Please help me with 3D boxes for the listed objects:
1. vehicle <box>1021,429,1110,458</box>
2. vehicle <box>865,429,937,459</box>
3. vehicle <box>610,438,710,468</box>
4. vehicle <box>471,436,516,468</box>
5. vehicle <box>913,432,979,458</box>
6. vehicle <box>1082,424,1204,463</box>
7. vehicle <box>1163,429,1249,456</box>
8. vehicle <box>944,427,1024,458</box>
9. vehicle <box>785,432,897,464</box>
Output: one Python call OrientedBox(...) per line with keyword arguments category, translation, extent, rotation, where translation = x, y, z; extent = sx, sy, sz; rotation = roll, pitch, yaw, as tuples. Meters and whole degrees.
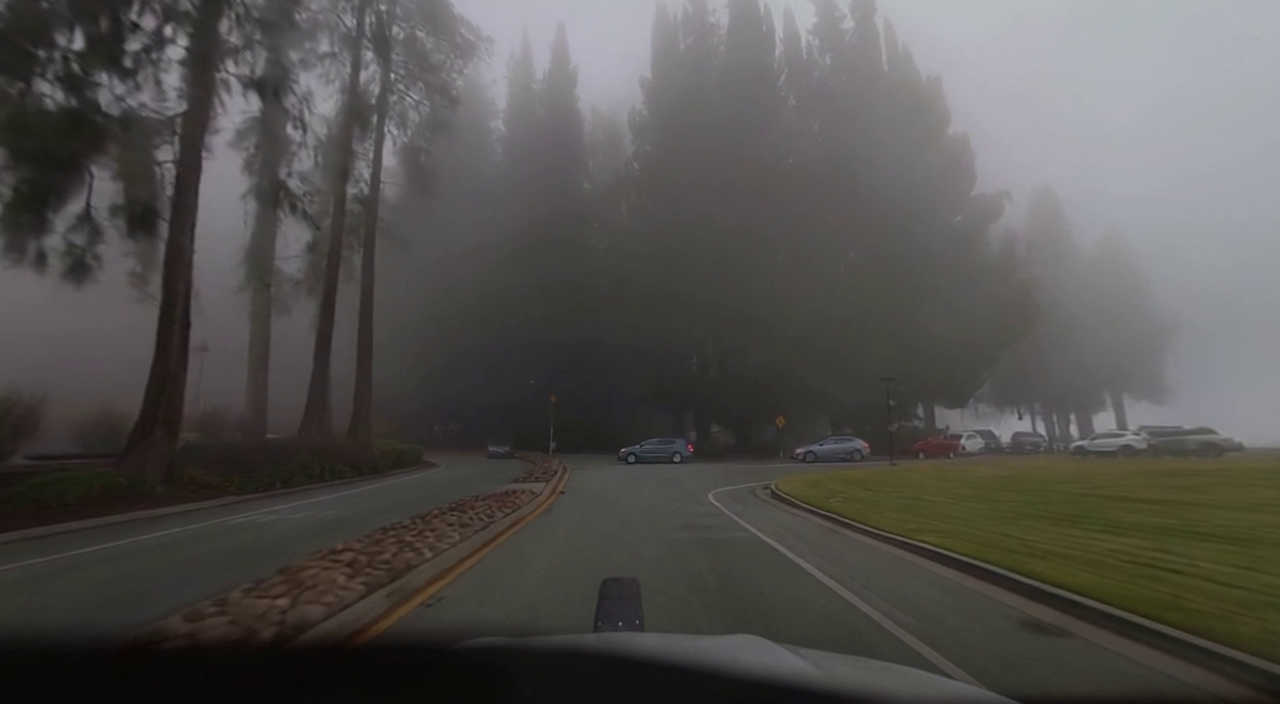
OrientedBox(category="vehicle", translation=(25.684, 5.559, 38.372), extent=(1.919, 1.592, 4.607), rotation=(0, -9, -5))
OrientedBox(category="vehicle", translation=(15.482, 5.528, 37.761), extent=(2.073, 1.642, 4.468), rotation=(0, -9, -6))
OrientedBox(category="vehicle", translation=(1.031, 5.395, 33.736), extent=(4.890, 1.478, 2.253), rotation=(-6, -10, 34))
OrientedBox(category="vehicle", translation=(-8.891, 6.109, 38.700), extent=(2.100, 1.771, 4.463), rotation=(0, -8, -6))
OrientedBox(category="vehicle", translation=(17.985, 5.481, 37.290), extent=(1.673, 1.436, 3.700), rotation=(0, -8, -8))
OrientedBox(category="vehicle", translation=(21.147, 3.887, 26.635), extent=(3.830, 1.429, 1.890), rotation=(4, -10, -10))
OrientedBox(category="vehicle", translation=(36.120, 5.794, 40.458), extent=(1.790, 1.665, 3.807), rotation=(0, -8, -4))
OrientedBox(category="vehicle", translation=(20.716, 5.514, 38.306), extent=(2.023, 1.736, 4.227), rotation=(1, -9, -8))
OrientedBox(category="vehicle", translation=(9.968, 4.807, 31.630), extent=(4.870, 1.507, 2.073), rotation=(-1, -9, 0))
